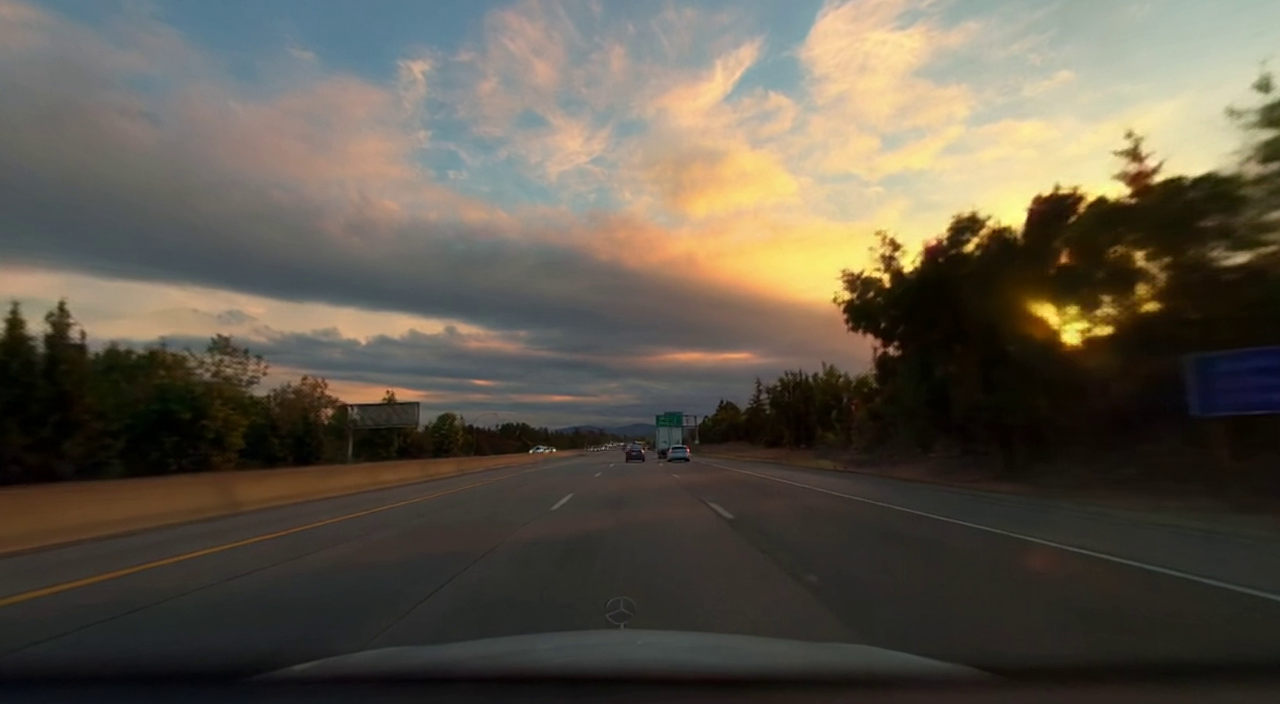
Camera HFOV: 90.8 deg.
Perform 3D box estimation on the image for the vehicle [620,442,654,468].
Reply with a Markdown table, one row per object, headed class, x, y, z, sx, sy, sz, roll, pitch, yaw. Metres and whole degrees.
| class | x | y | z | sx | sy | sz | roll | pitch | yaw |
| --- | --- | --- | --- | --- | --- | --- | --- | --- | --- |
| vehicle | -0.229 | 6.818 | 42.015 | 2.173 | 1.598 | 4.293 | 0 | -9 | -1 |
